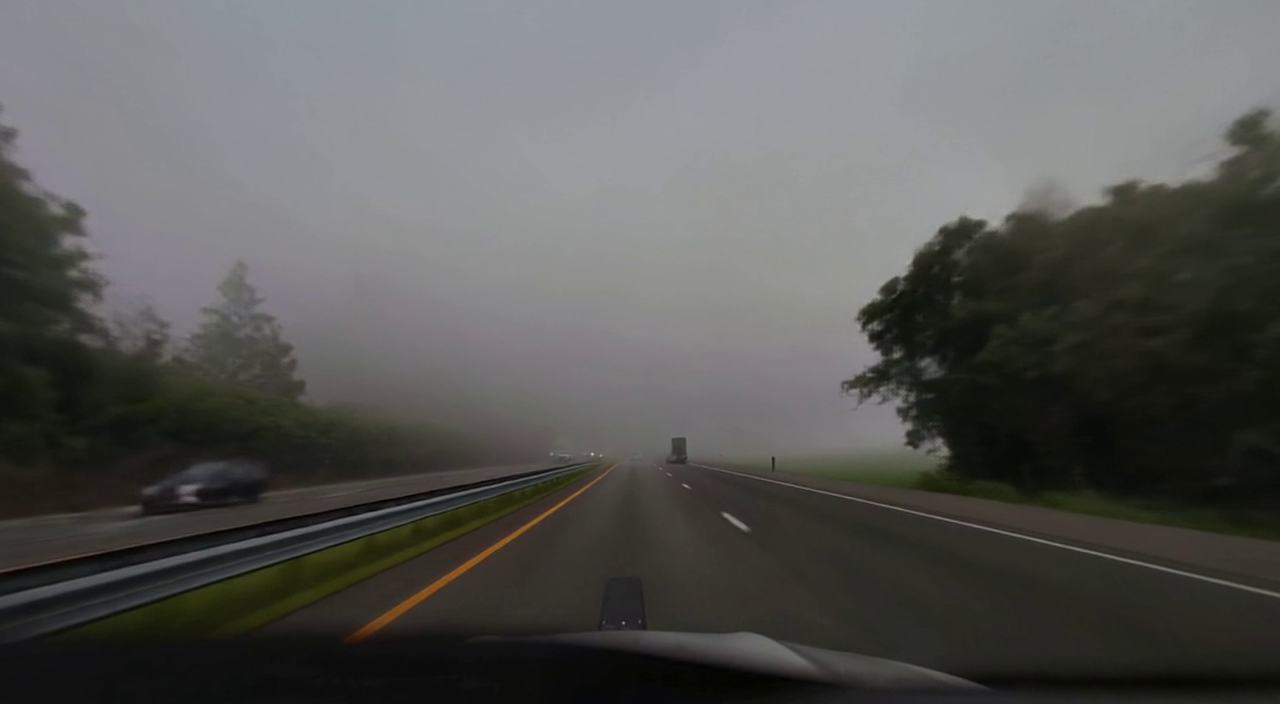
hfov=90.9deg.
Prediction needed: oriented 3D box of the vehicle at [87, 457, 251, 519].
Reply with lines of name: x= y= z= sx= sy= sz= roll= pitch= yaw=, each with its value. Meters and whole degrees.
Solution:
vehicle: x=-13.277 y=3.822 z=18.111 sx=1.720 sy=1.497 sz=3.857 roll=0 pitch=-9 yaw=0
